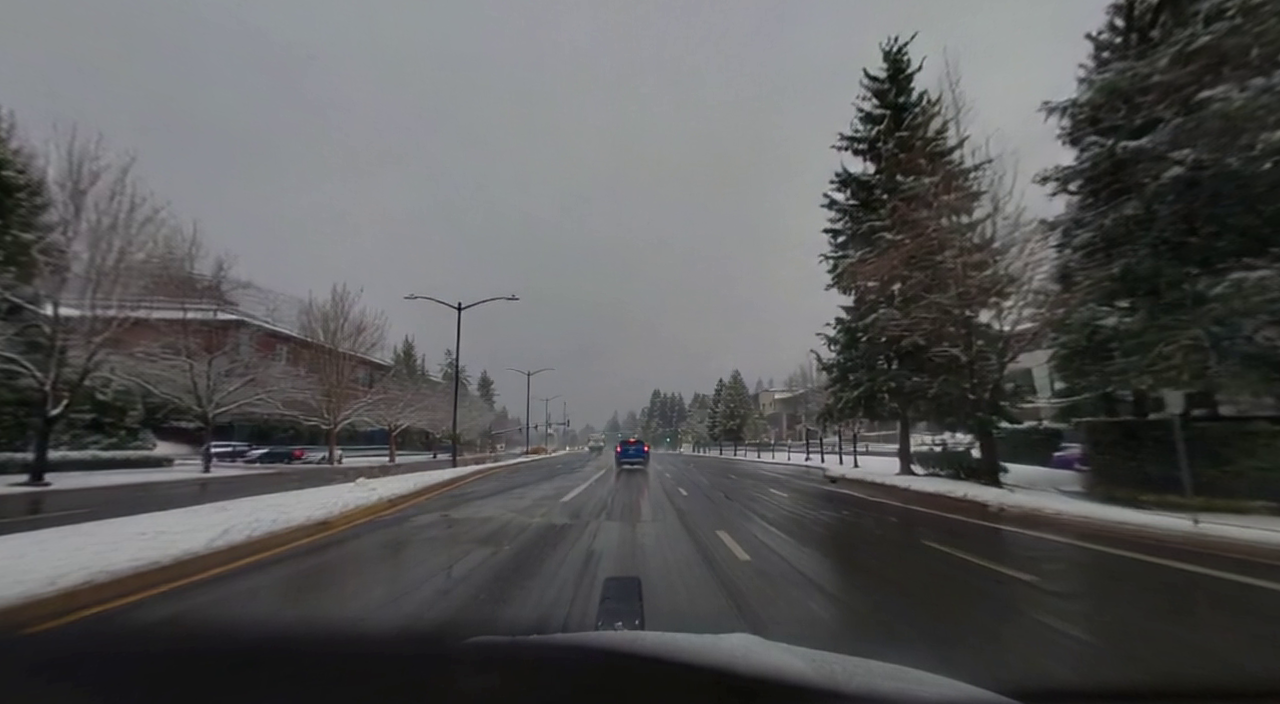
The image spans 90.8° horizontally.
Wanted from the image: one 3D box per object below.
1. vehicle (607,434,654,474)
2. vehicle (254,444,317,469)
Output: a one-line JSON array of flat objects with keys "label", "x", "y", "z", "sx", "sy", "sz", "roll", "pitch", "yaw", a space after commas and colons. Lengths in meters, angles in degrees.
[{"label": "vehicle", "x": -0.464, "y": 5.224, "z": 32.507, "sx": 2.260, "sy": 1.872, "sz": 4.578, "roll": 0, "pitch": -9, "yaw": 0}, {"label": "vehicle", "x": -27.008, "y": 7.958, "z": 48.331, "sx": 1.992, "sy": 1.798, "sz": 4.987, "roll": 0, "pitch": -9, "yaw": -1}]
